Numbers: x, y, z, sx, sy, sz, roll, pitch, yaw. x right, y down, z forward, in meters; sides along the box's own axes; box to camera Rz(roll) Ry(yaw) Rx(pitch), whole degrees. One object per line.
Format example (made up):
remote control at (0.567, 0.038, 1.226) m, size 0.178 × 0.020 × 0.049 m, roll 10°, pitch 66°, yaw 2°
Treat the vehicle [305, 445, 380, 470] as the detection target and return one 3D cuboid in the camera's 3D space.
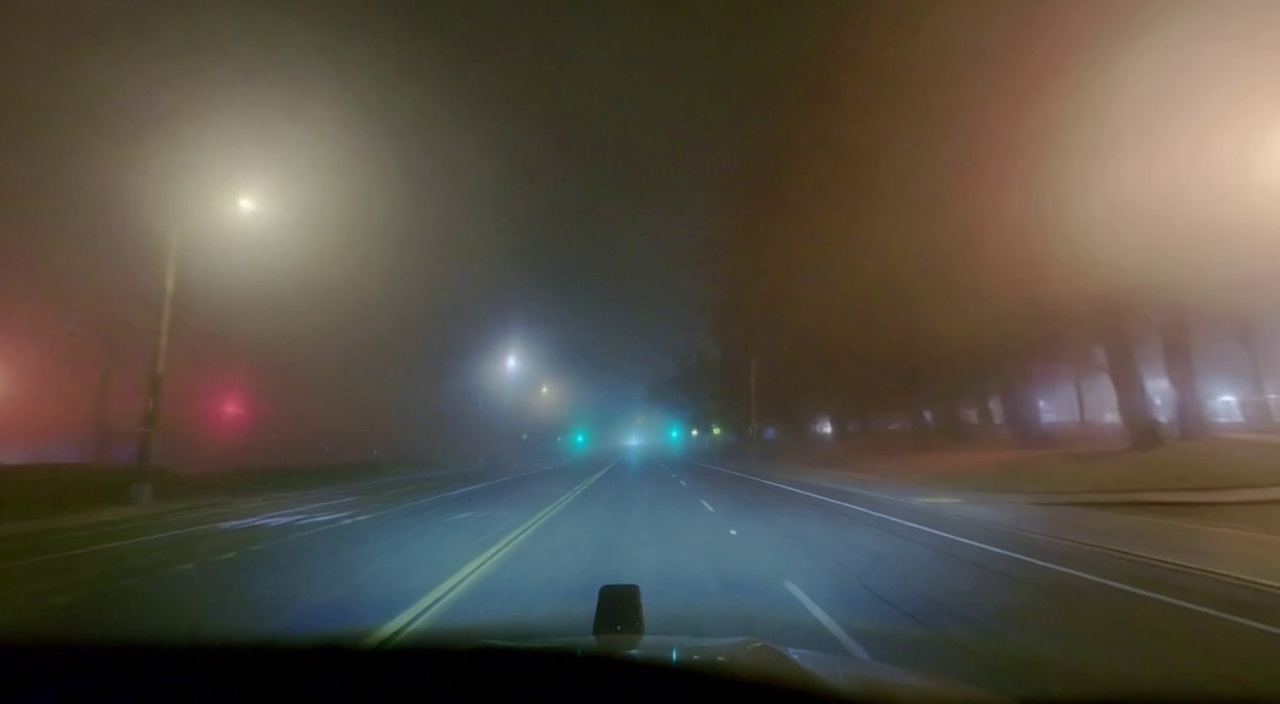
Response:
vehicle at (-23.166, 8.236, 49.291) m, size 4.794 × 1.869 × 2.060 m, roll -1°, pitch -9°, yaw 4°
